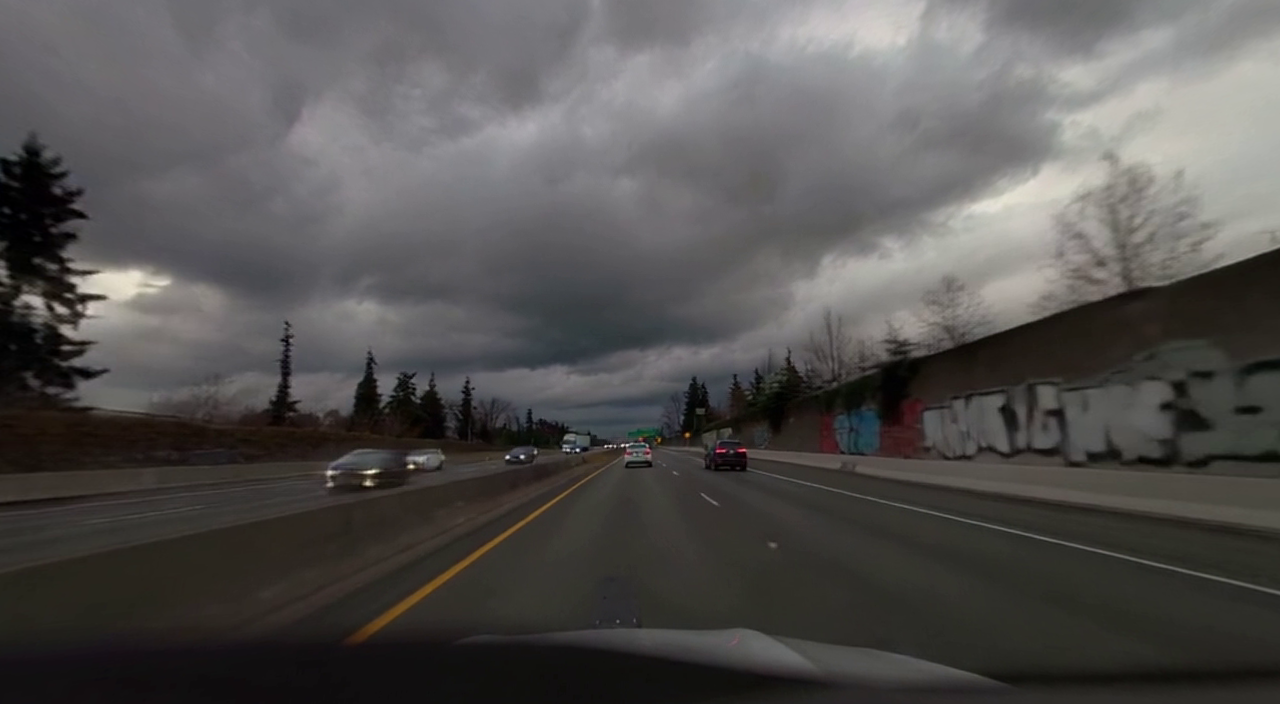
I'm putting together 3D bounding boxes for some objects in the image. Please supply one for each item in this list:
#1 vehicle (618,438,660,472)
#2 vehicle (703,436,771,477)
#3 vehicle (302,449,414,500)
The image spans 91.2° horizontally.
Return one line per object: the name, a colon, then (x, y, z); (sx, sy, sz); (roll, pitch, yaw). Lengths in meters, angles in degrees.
vehicle: (-0.086, 5.496, 33.519); (2.095, 1.671, 4.219); (0, -9, -1)
vehicle: (4.137, 4.528, 27.356); (2.303, 1.614, 4.154); (-1, -9, 0)
vehicle: (-9.358, 4.046, 21.222); (1.853, 1.505, 4.218); (-1, -9, 0)
